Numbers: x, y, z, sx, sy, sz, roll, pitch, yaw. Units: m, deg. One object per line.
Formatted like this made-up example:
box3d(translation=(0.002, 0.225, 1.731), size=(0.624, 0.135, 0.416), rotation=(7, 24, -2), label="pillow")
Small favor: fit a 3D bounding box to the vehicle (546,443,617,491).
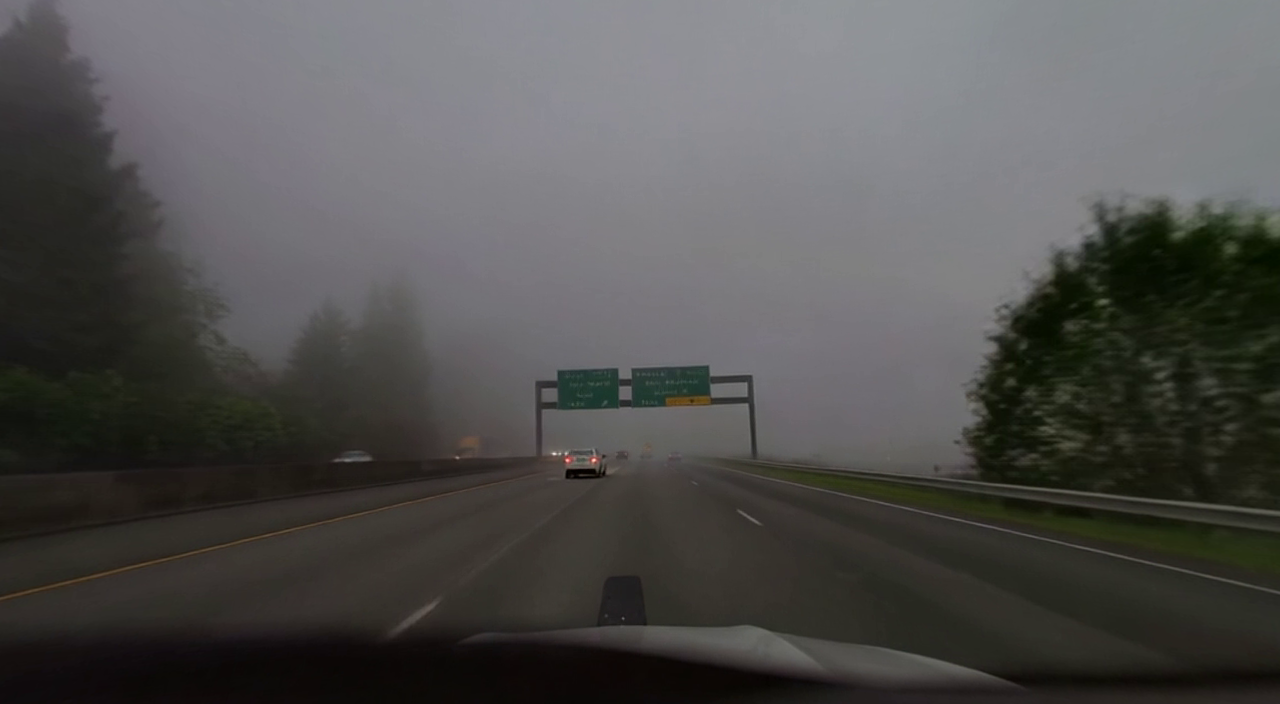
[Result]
box3d(translation=(-1.985, 4.085, 22.623), size=(1.936, 1.545, 4.116), rotation=(-1, -9, 3), label="vehicle")
